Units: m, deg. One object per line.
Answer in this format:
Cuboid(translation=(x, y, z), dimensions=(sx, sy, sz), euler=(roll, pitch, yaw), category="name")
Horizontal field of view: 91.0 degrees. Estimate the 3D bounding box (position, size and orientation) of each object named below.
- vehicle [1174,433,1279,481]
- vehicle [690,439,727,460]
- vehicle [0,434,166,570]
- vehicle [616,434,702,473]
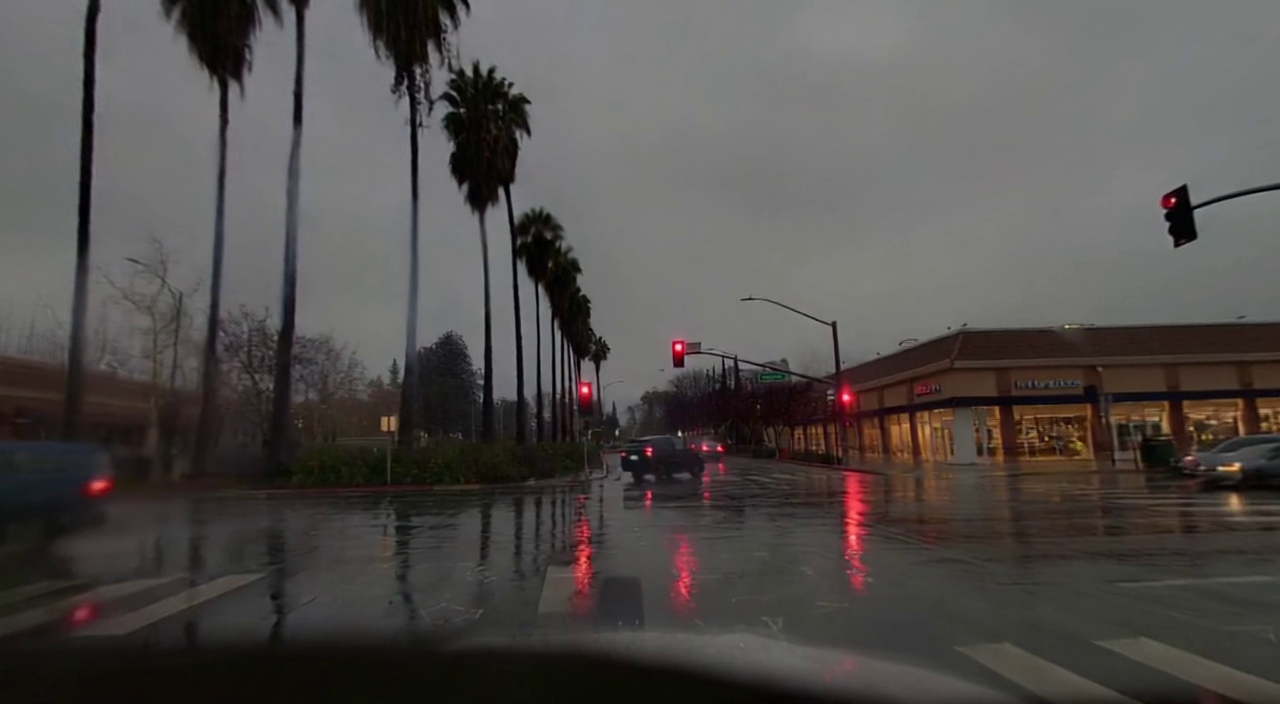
Cuboid(translation=(23.498, 3.926, 23.631), dimensions=(4.722, 1.717, 2.000), euler=(-3, -9, 17), category="vehicle")
Cuboid(translation=(5.141, 7.385, 47.745), dimensions=(1.890, 1.572, 3.826), euler=(1, -9, -7), category="vehicle")
Cuboid(translation=(-8.253, 1.699, 7.180), dimensions=(1.828, 1.512, 4.035), euler=(-5, -10, 30), category="vehicle")
Cuboid(translation=(0.991, 4.731, 29.598), dimensions=(1.999, 1.653, 4.603), euler=(-5, -10, 32), category="vehicle")
